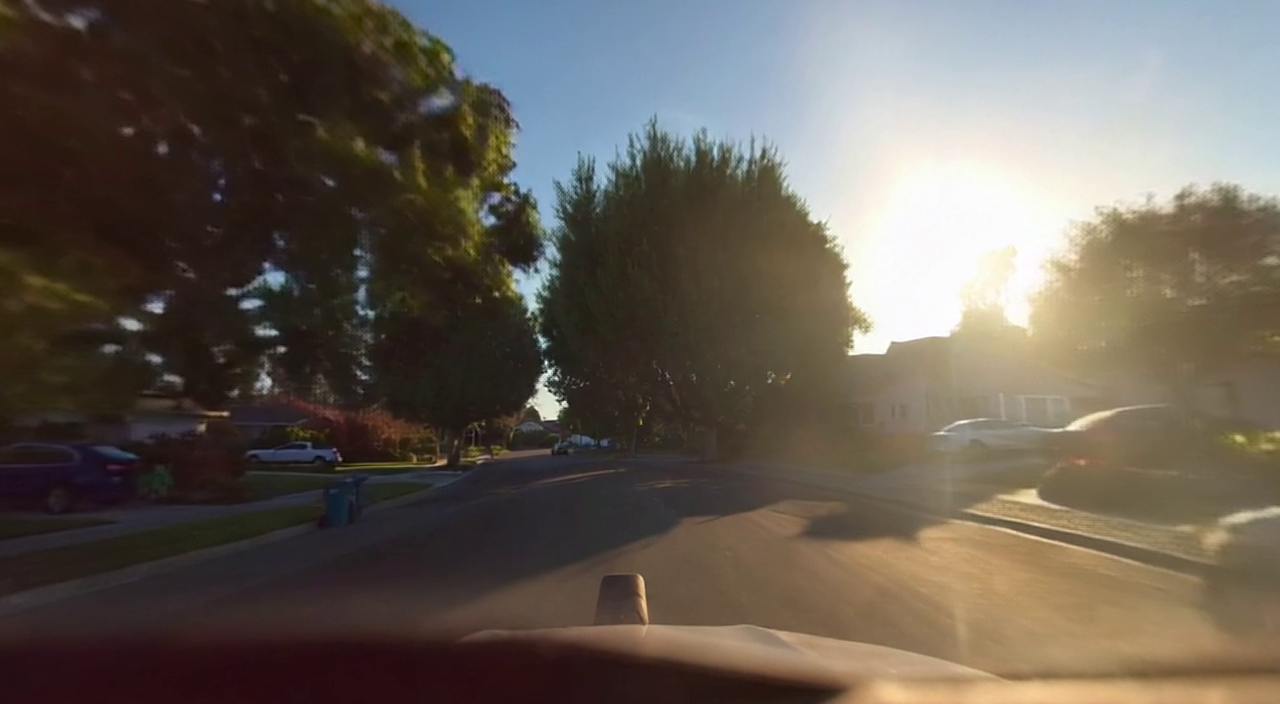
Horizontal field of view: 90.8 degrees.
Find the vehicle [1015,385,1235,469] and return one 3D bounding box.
[{"bbox_3d":[12.954,2.023,17.054,4.421,1.703,1.927,-5,-8,-7],"label":"vehicle"}]

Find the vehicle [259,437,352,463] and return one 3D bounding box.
[{"bbox_3d":[-20.703,6.111,39.307,4.654,1.457,1.986,3,-10,-10],"label":"vehicle"}]

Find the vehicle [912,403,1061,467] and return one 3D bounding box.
[{"bbox_3d":[12.160,2.909,22.263,4.149,1.596,1.890,-6,-7,-12],"label":"vehicle"}]
